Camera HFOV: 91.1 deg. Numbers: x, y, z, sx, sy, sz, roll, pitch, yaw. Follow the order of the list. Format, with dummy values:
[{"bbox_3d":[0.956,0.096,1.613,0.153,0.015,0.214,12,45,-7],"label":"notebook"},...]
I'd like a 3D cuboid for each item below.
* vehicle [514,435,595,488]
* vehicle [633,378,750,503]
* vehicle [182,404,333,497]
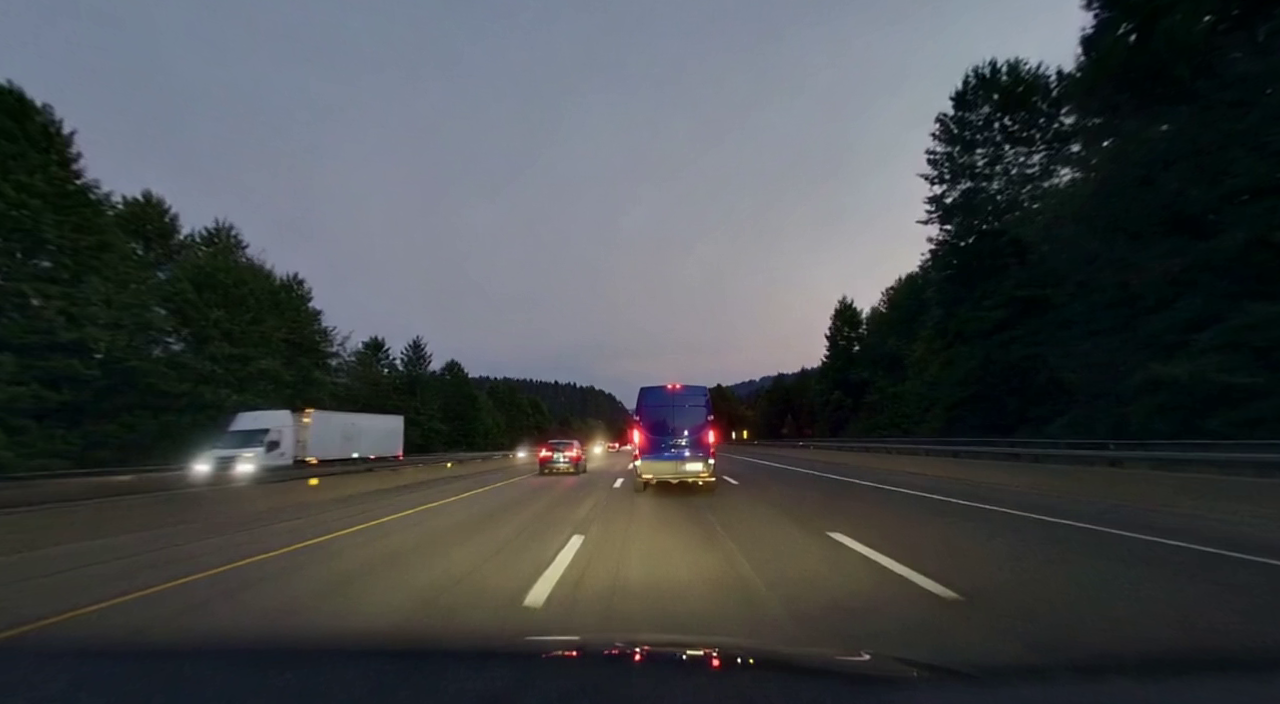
[{"bbox_3d":[-2.640,3.478,20.419,1.900,1.524,4.324,0,-8,1],"label":"vehicle"},{"bbox_3d":[1.093,2.329,16.776,2.416,2.595,7.243,0,-8,0],"label":"vehicle"},{"bbox_3d":[-18.722,4.854,31.504,3.042,4.116,6.904,0,-8,0],"label":"vehicle"}]
